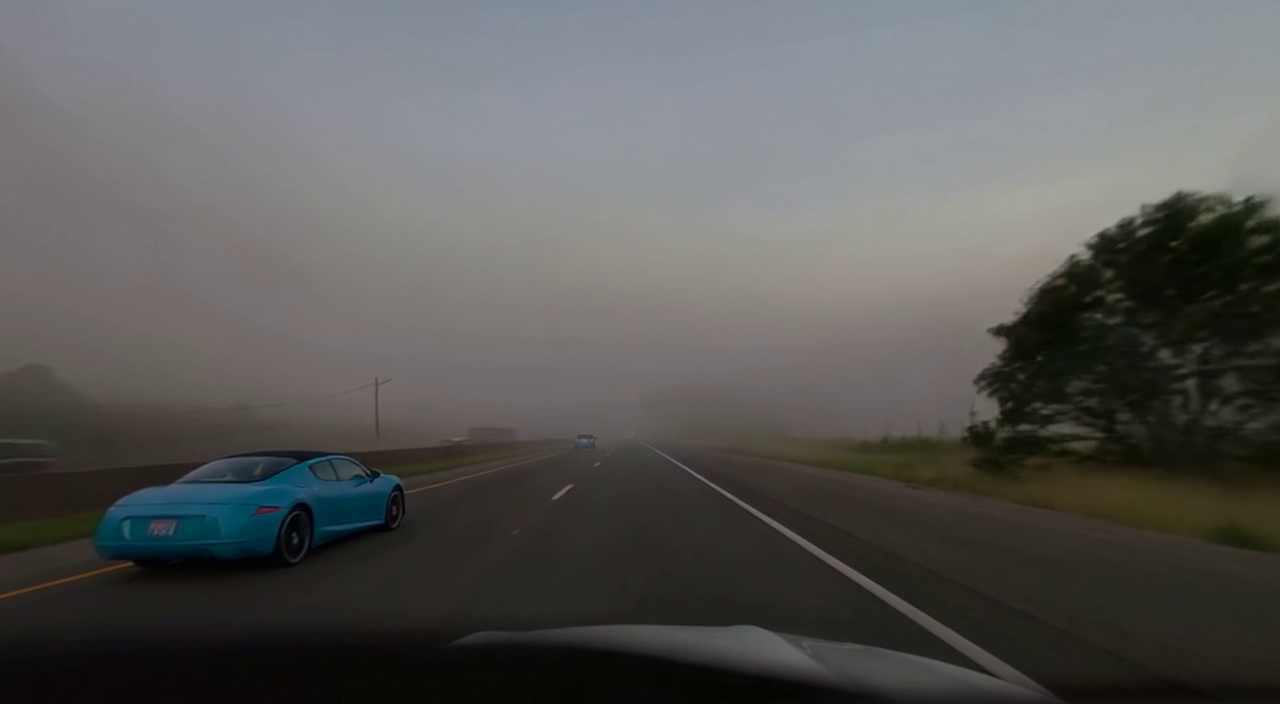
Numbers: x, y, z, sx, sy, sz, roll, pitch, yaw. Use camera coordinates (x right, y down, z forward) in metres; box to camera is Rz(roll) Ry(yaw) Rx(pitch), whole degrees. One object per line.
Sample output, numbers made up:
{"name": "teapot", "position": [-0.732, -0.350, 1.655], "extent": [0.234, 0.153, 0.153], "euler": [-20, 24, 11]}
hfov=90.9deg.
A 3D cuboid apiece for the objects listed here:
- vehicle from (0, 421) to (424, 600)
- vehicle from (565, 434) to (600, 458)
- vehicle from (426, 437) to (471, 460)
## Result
{"name": "vehicle", "position": [-4.149, 1.556, 7.179], "extent": [1.969, 1.413, 4.194], "euler": [0, -8, -1]}
{"name": "vehicle", "position": [-3.697, 6.133, 41.206], "extent": [2.024, 1.456, 3.754], "euler": [0, -8, -1]}
{"name": "vehicle", "position": [-13.098, 6.587, 43.271], "extent": [1.855, 1.471, 3.954], "euler": [0, -8, 0]}
